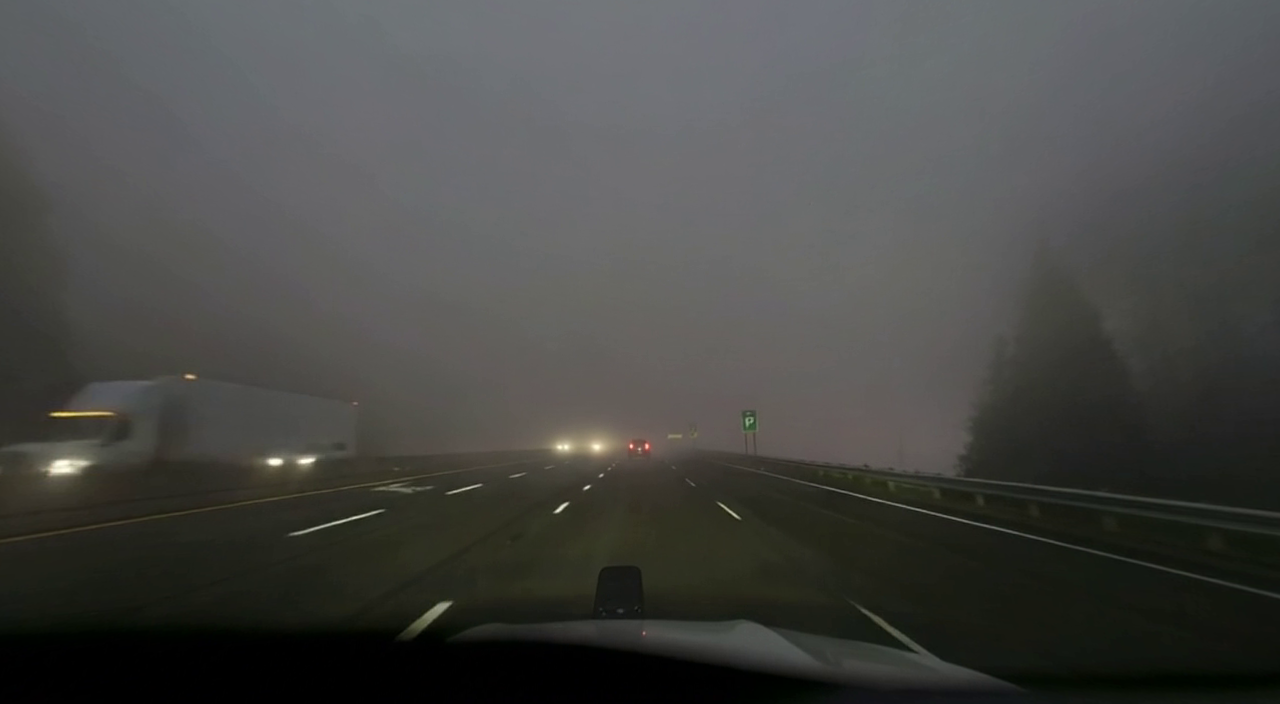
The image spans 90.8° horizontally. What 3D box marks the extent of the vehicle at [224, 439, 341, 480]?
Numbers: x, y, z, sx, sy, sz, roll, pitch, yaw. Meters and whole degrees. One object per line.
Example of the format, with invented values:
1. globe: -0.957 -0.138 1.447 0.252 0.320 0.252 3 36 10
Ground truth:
1. vehicle: -14.594 4.428 26.133 2.058 1.513 4.691 0 -9 1

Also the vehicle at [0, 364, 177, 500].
1. vehicle: -18.527 2.698 21.185 3.251 4.162 3.126 0 -9 0
